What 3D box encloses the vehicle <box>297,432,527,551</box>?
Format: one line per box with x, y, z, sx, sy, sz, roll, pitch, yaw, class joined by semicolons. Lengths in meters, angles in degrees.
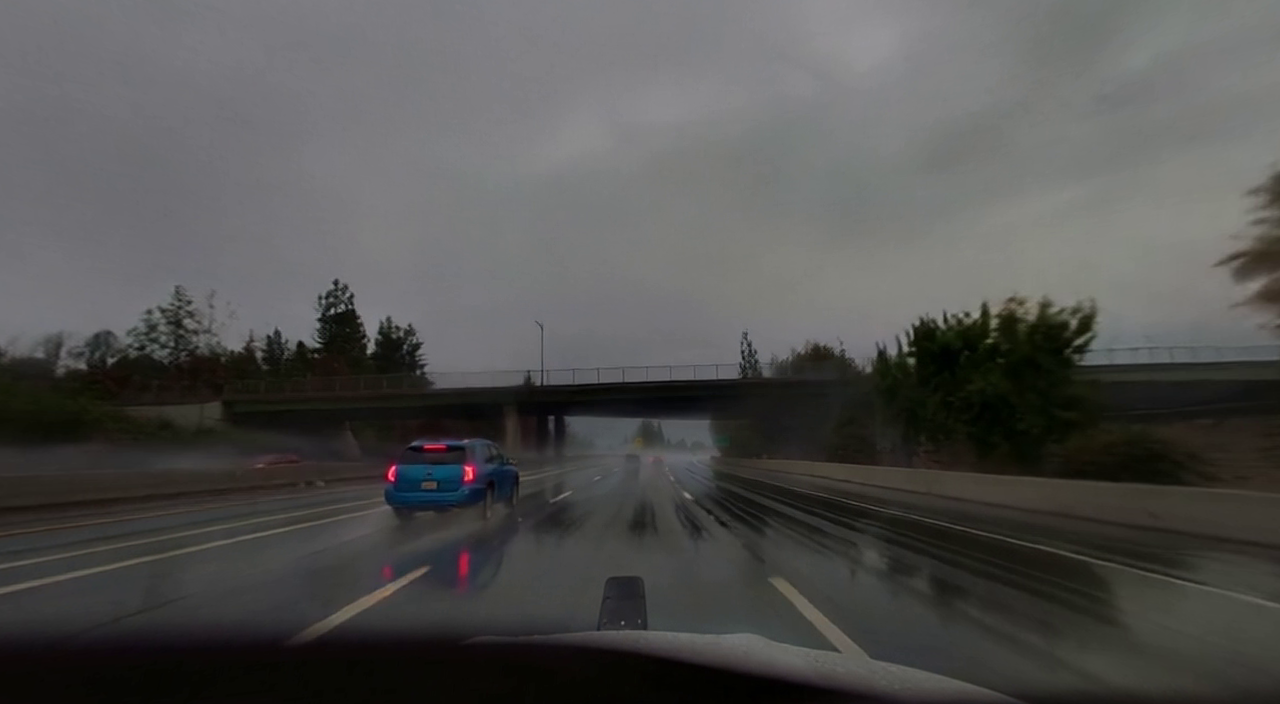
-3.605;2.328;11.233;2.274;1.628;4.807;0;-9;0;vehicle

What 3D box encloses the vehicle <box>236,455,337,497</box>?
-16.219;5.682;29.280;1.969;1.759;4.607;0;-9;0;vehicle
